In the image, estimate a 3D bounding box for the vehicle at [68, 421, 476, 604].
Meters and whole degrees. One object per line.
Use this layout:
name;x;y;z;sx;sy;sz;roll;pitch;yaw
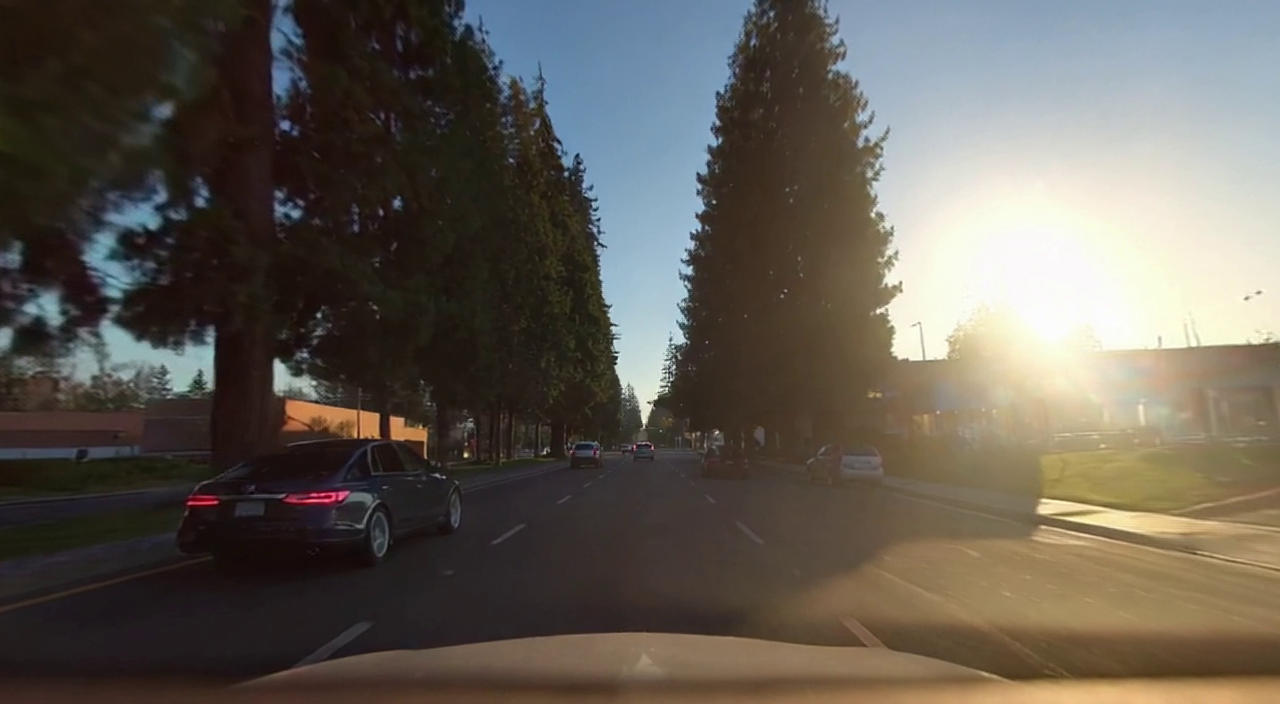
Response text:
vehicle;-3.816;1.745;7.997;1.988;1.530;5.155;0;-8;1

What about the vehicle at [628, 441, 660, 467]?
vehicle;0.260;6.518;40.386;1.922;1.579;3.642;0;-8;0

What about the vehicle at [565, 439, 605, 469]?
vehicle;-3.361;6.339;39.381;2.051;1.747;4.370;0;-8;1

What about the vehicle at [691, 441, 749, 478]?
vehicle;3.496;4.767;28.258;2.010;1.486;4.498;0;-8;0

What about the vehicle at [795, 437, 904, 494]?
vehicle;6.460;3.522;20.006;1.983;1.599;4.243;0;-8;0
